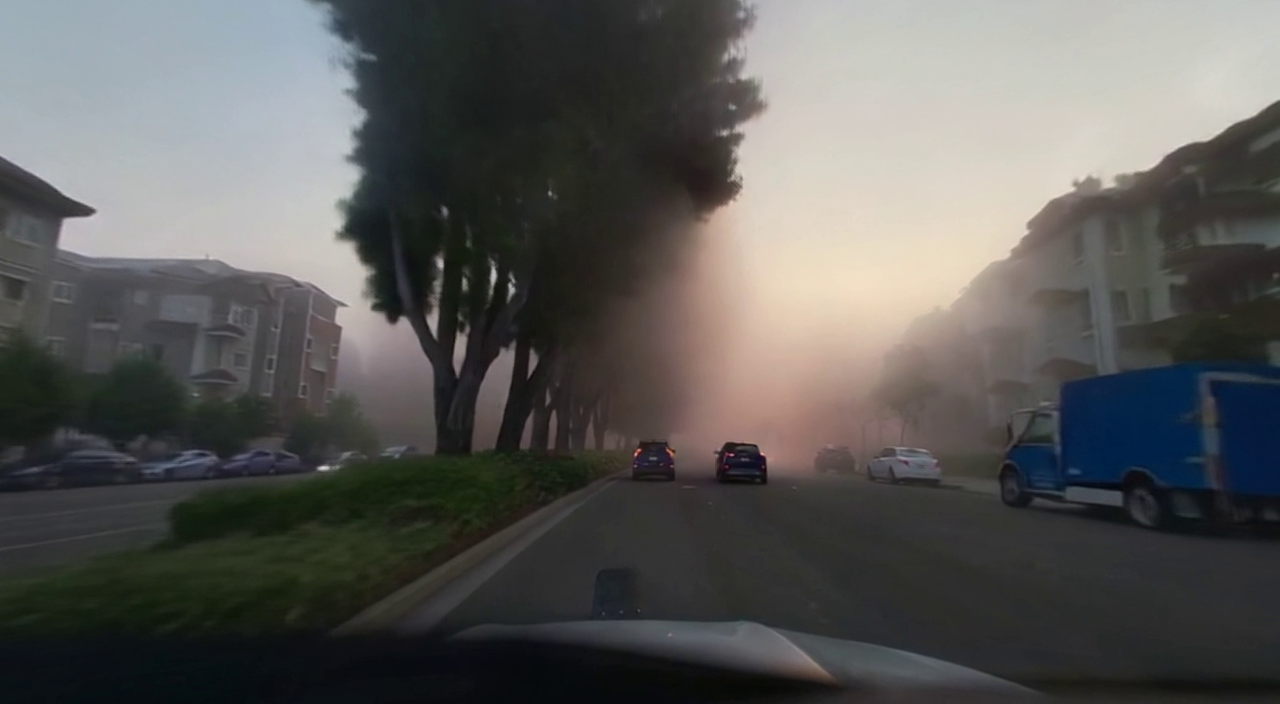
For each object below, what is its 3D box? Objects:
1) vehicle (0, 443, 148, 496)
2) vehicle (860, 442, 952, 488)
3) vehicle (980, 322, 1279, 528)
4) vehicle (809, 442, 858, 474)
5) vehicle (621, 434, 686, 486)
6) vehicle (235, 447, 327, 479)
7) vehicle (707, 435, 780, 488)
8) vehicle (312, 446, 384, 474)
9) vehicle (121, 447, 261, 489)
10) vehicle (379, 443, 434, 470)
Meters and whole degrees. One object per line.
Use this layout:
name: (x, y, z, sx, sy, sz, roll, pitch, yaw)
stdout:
vehicle: (-18.674, 3.778, 20.519, 1.845, 1.512, 4.316, -2, -9, 1)
vehicle: (11.221, 4.745, 27.077, 2.080, 1.744, 4.889, 0, -8, 4)
vehicle: (10.953, 1.686, 13.329, 3.705, 3.221, 6.779, -2, -10, 1)
vehicle: (11.986, 6.599, 39.513, 1.938, 1.860, 4.690, -1, -9, 5)
vehicle: (0.594, 4.297, 25.417, 2.345, 1.841, 5.032, 0, -9, 2)
vehicle: (-18.213, 5.729, 32.339, 1.849, 1.455, 4.606, -2, -11, 3)
vehicle: (3.823, 4.140, 24.099, 2.033, 1.823, 4.409, 0, -9, 0)
vehicle: (-17.666, 6.585, 38.468, 2.023, 1.561, 4.497, -3, -10, 3)
vehicle: (-18.414, 4.767, 26.314, 1.951, 1.513, 5.107, -3, -9, 2)
vehicle: (-16.836, 7.546, 45.774, 2.175, 1.819, 4.703, 0, -8, 0)
